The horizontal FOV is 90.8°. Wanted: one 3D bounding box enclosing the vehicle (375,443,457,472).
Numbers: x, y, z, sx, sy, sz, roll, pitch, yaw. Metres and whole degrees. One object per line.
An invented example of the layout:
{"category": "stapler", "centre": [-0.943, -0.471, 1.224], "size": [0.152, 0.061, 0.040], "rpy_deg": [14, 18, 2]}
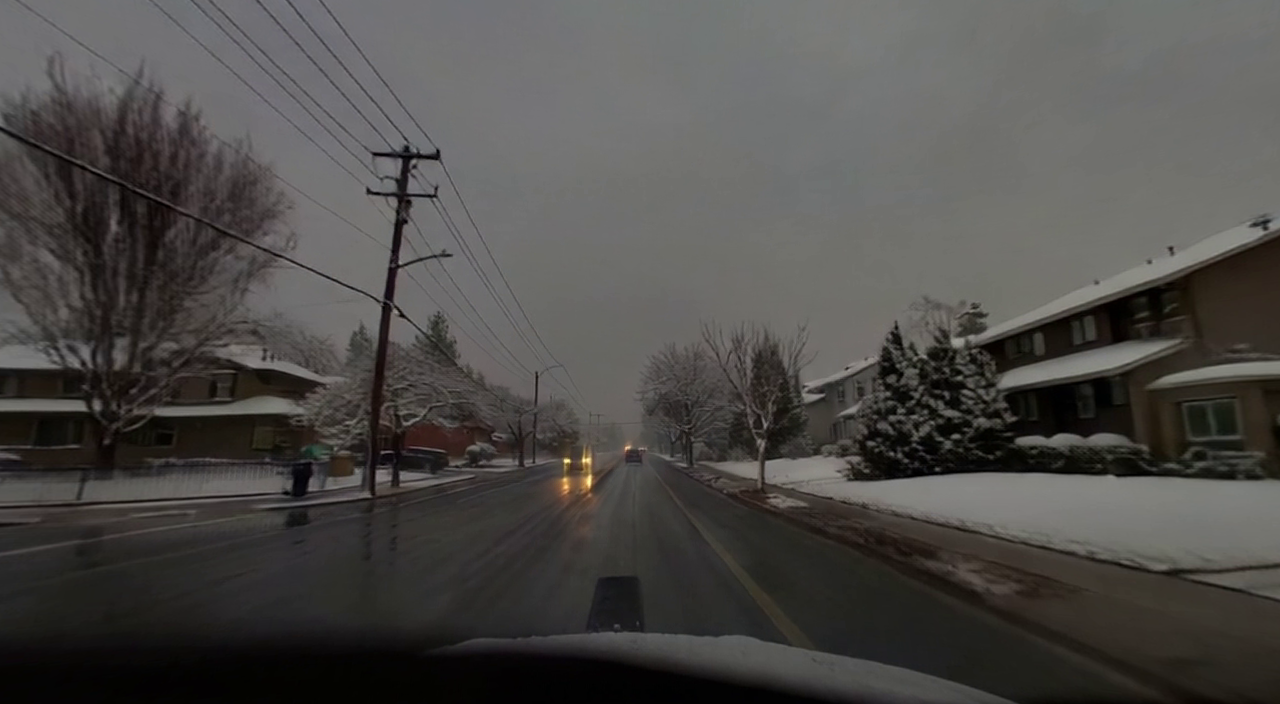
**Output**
{"category": "vehicle", "centre": [-14.861, 7.013, 42.113], "size": [4.662, 1.832, 2.063], "rpy_deg": [1, -9, -5]}

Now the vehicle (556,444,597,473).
{"category": "vehicle", "centre": [-4.059, 6.912, 41.170], "size": [2.145, 1.762, 4.960], "rpy_deg": [0, -9, 0]}
